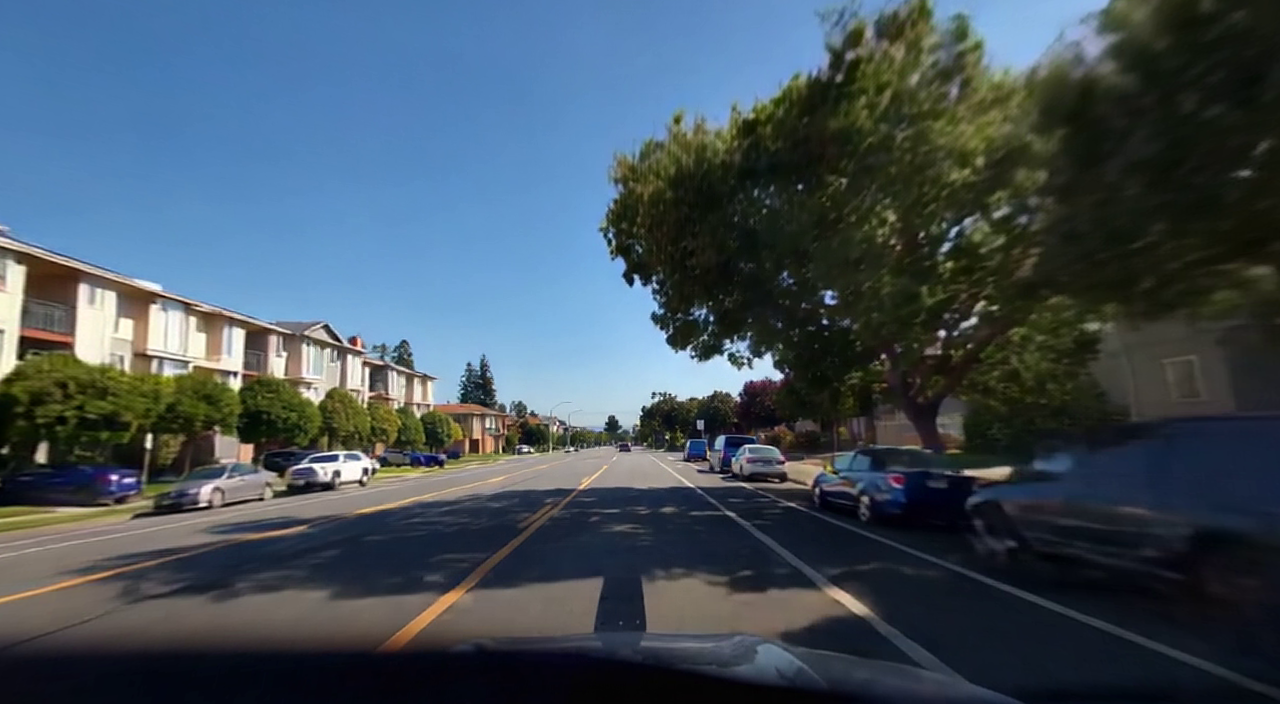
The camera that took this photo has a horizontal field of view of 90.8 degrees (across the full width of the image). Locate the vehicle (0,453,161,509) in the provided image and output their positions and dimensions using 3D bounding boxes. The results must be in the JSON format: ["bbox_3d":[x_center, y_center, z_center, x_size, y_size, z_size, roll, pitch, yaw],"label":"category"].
[{"bbox_3d":[-17.380,3.808,18.811,4.661,1.523,1.841,0,-8,0],"label":"vehicle"}]

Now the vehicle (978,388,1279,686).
[{"bbox_3d":[4.698,1.205,4.540,1.927,1.718,4.679,0,-8,0],"label":"vehicle"}]

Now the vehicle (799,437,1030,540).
[{"bbox_3d":[4.660,2.363,11.708,2.024,1.491,4.647,0,-8,-2],"label":"vehicle"}]

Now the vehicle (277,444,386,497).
[{"bbox_3d":[-12.770,4.887,26.662,2.149,1.865,5.247,-3,-8,-2],"label":"vehicle"}]

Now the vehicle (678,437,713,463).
[{"bbox_3d":[4.210,7.584,49.011,2.052,1.859,4.778,0,-8,-3],"label":"vehicle"}]

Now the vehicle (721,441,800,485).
[{"bbox_3d":[4.467,4.186,24.170,1.923,1.493,4.628,0,-8,-2],"label":"vehicle"}]

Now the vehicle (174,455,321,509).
[{"bbox_3d":[-12.751,4.205,20.968,1.954,1.491,4.633,0,-8,-1],"label":"vehicle"}]
